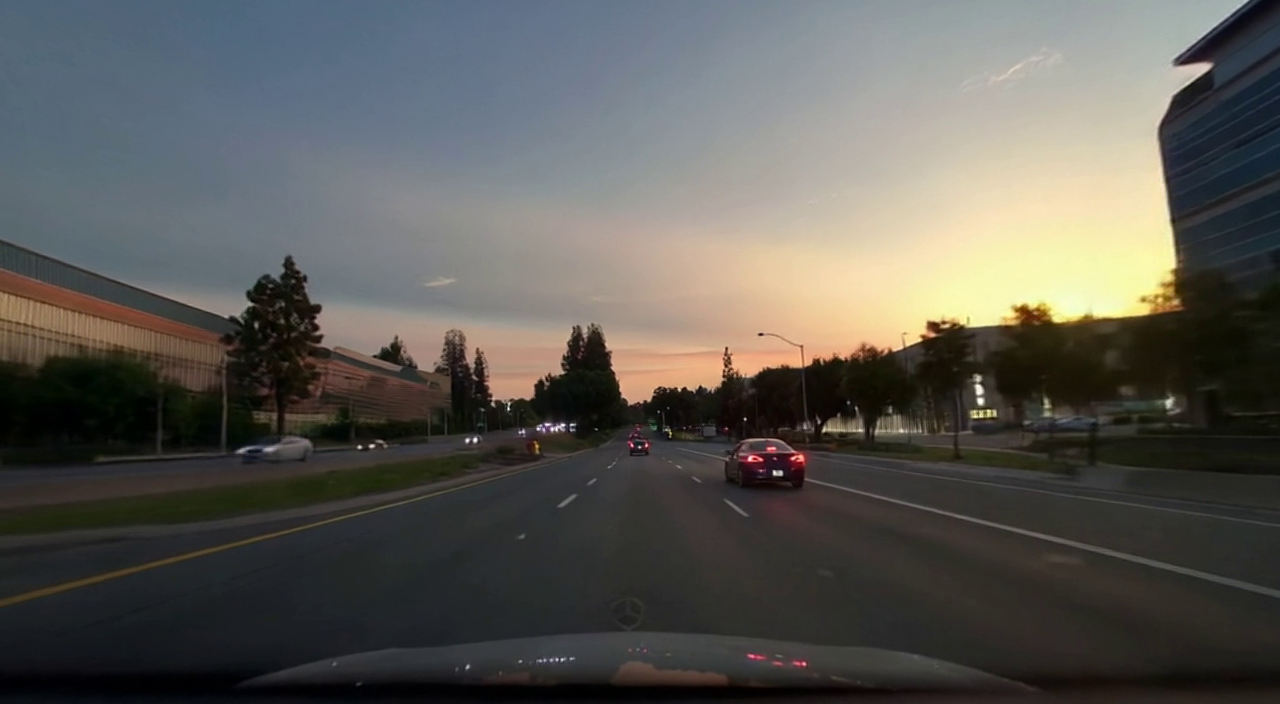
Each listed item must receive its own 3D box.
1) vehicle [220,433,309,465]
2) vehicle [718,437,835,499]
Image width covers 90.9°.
[{"bbox_3d":[-20.917,5.414,35.440,2.108,1.667,4.823,0,-8,-2],"label":"vehicle"},{"bbox_3d":[3.468,3.026,16.930,2.069,1.431,4.313,0,-8,-2],"label":"vehicle"}]
